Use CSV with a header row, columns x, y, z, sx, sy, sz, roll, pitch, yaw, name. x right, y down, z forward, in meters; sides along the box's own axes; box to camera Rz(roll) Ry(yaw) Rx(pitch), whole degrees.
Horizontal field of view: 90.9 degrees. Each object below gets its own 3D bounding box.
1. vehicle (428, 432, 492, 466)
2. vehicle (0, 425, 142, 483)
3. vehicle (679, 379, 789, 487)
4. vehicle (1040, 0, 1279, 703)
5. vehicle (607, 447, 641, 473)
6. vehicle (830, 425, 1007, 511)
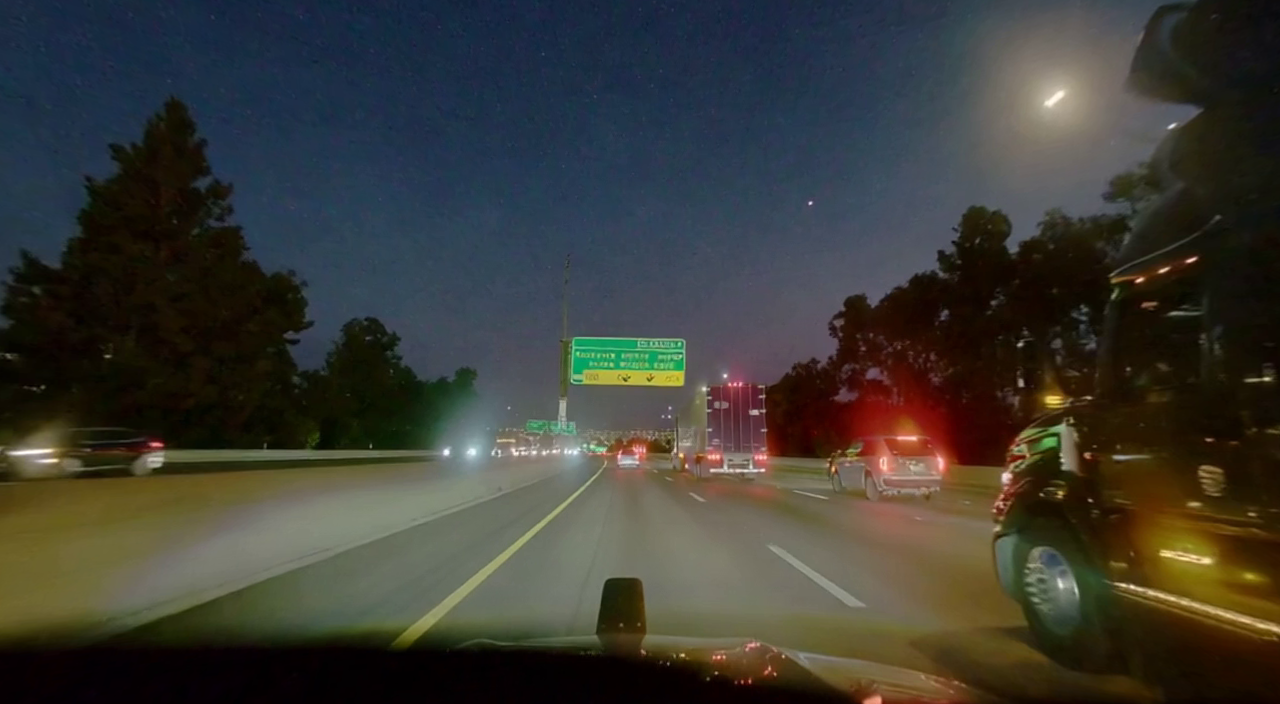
x,y,z,sx,sy,sz,roll,pitch,yaw,name
-9.042,4.938,32.037,2.011,1.632,4.371,0,-9,-1,vehicle
-16.065,2.779,17.263,1.788,1.405,3.707,0,-9,-1,vehicle
3.909,4.068,30.363,2.890,4.006,14.039,0,-9,-1,vehicle
3.808,-0.285,0.301,2.998,3.843,6.178,0,-9,0,vehicle
-1.073,7.102,41.703,2.111,1.599,3.859,0,-9,-2,vehicle
6.880,2.943,16.385,2.128,1.872,5.043,0,-9,-2,vehicle
